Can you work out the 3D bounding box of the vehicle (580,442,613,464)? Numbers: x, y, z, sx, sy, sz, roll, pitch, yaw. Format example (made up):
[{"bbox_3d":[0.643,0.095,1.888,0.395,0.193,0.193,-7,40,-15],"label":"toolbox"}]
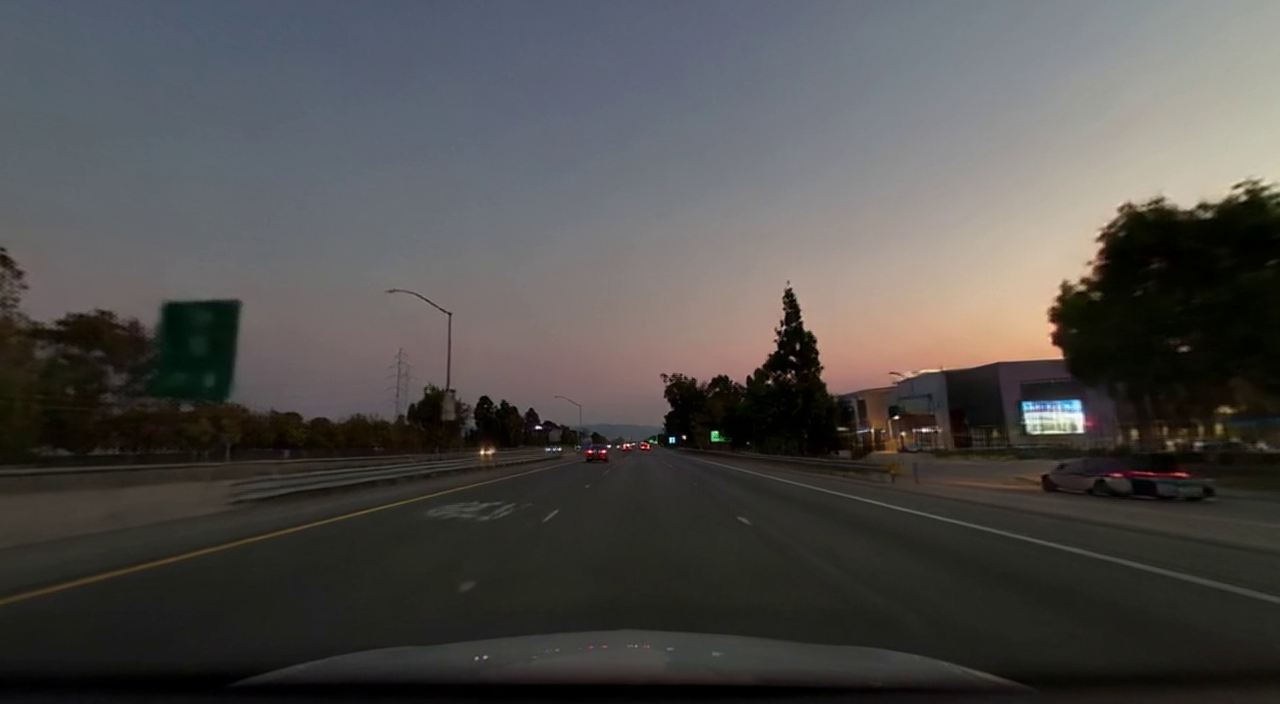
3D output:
[{"bbox_3d":[-3.120,7.321,45.698,2.015,1.557,4.229,0,-9,1],"label":"vehicle"}]
